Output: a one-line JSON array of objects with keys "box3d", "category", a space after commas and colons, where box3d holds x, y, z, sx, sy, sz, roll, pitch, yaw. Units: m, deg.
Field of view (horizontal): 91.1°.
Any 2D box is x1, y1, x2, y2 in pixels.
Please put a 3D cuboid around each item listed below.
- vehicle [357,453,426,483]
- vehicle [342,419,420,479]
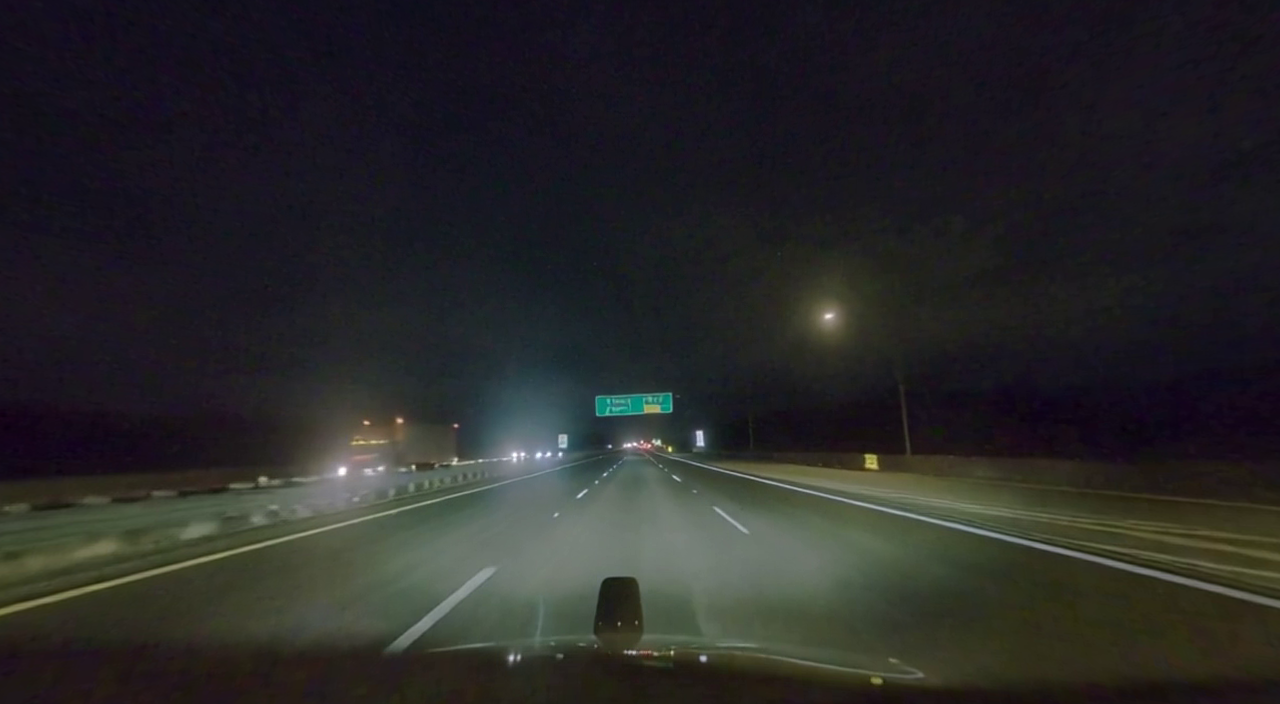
[{"box3d": [-13.004, 6.075, 33.228, 1.816, 1.473, 4.499, 0, -9, 0], "category": "vehicle"}, {"box3d": [-18.304, 6.929, 44.944, 3.032, 3.987, 5.941, 0, -9, -1], "category": "vehicle"}]
